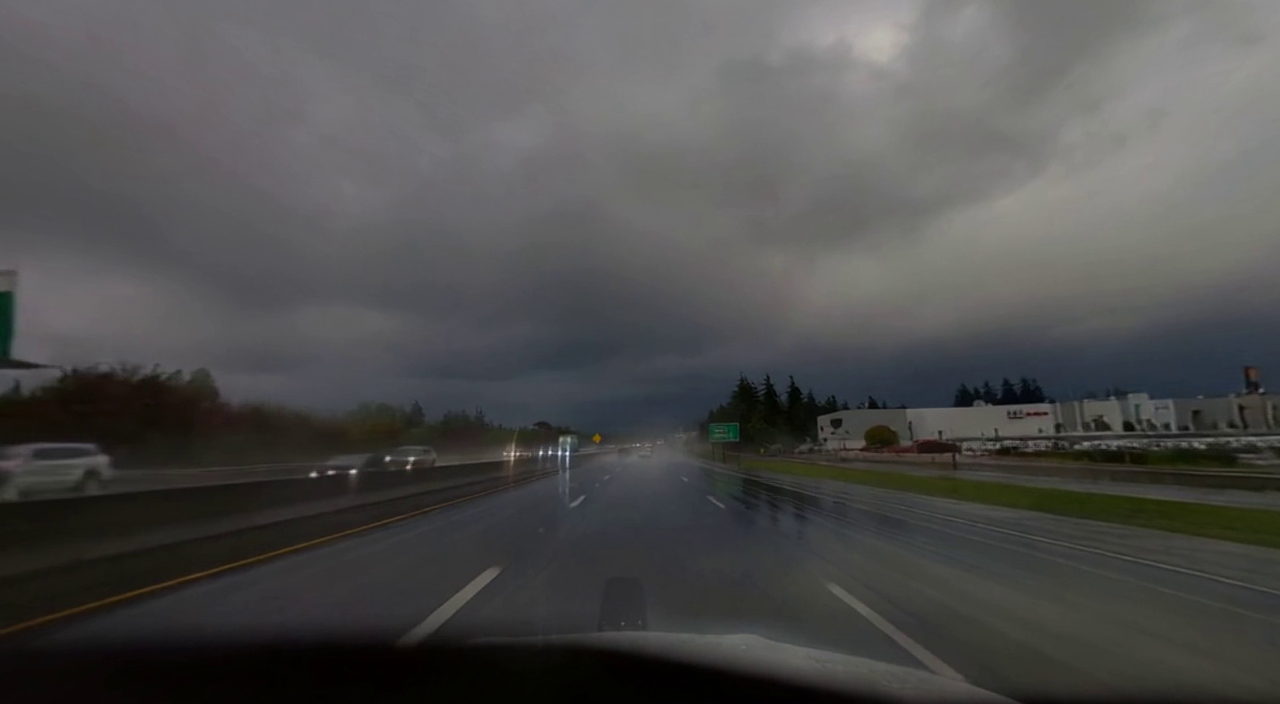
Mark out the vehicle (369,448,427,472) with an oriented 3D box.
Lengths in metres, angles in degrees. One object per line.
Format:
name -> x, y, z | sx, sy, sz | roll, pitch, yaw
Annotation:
vehicle -> -16.064, 7.191, 42.145 | 1.903, 1.504, 4.720 | -1, -9, 1

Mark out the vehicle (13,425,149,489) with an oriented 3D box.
vehicle -> -20.212, 3.808, 22.993 | 1.890, 2.116, 3.173 | 0, -9, 1

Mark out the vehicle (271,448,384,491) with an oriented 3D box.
vehicle -> -11.364, 4.286, 23.336 | 1.894, 1.437, 4.443 | 0, -9, 0
